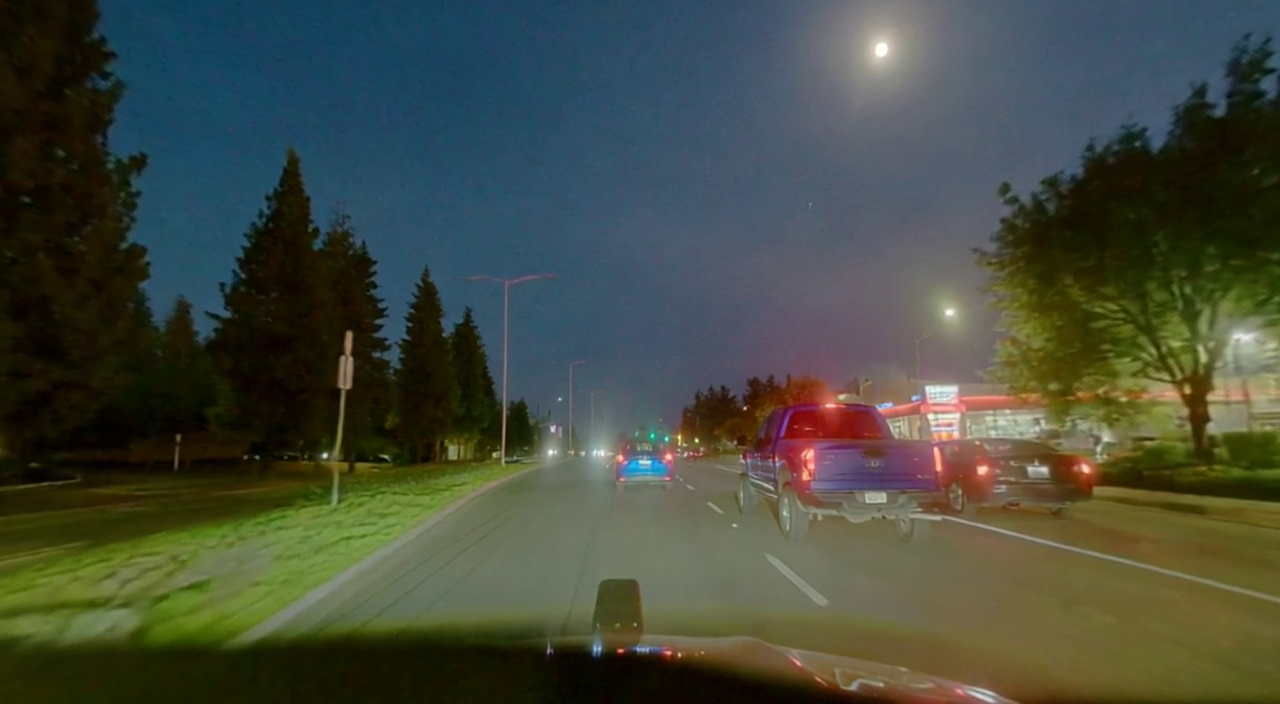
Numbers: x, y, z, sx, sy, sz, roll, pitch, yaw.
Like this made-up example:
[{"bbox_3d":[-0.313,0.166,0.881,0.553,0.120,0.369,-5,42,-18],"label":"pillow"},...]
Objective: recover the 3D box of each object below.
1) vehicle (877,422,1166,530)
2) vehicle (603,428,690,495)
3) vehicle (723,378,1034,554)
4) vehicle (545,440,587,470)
[{"bbox_3d":[6.690,2.234,12.029,2.349,1.600,5.066,0,-8,0],"label":"vehicle"},{"bbox_3d":[0.134,3.017,17.614,2.145,1.650,4.021,0,-9,-1],"label":"vehicle"},{"bbox_3d":[3.272,1.817,10.670,2.731,2.101,6.047,0,-9,-2],"label":"vehicle"},{"bbox_3d":[-3.799,5.342,32.814,1.960,1.475,4.161,1,-9,-4],"label":"vehicle"}]
